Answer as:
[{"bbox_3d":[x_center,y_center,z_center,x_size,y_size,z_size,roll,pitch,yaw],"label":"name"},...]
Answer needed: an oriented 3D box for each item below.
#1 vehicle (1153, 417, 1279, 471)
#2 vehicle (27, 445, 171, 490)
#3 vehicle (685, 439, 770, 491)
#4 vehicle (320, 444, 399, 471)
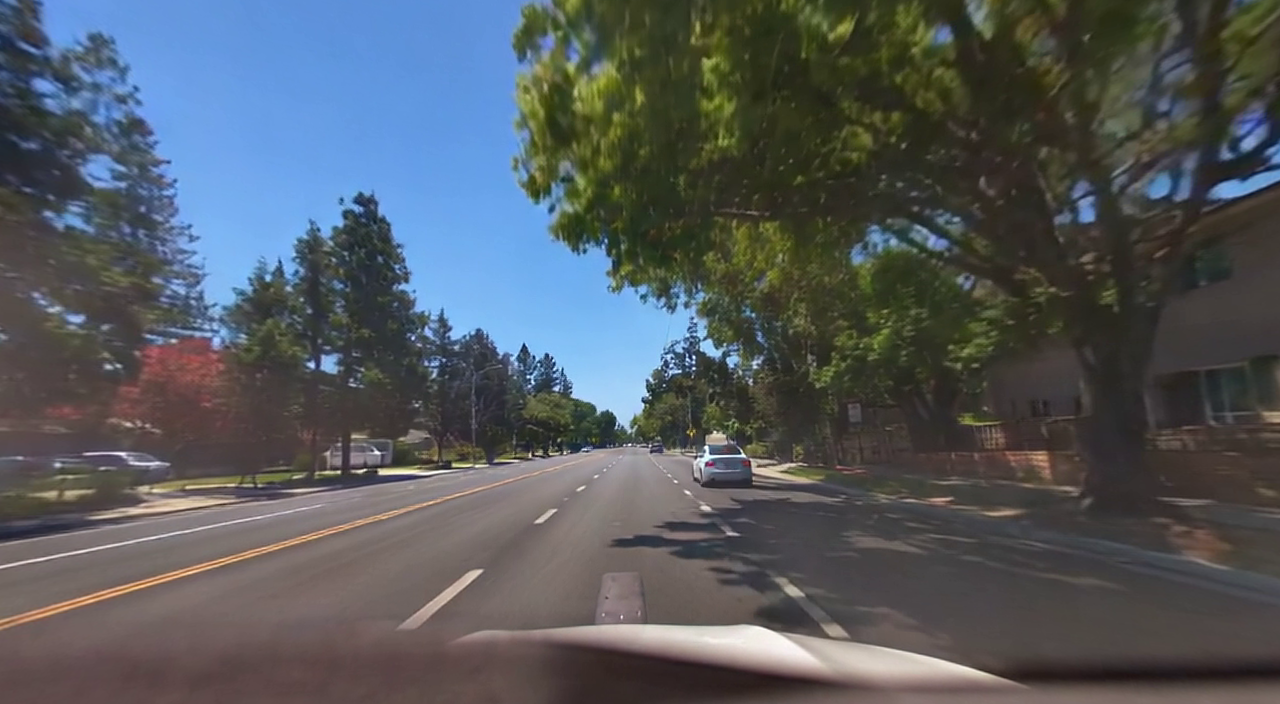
[{"bbox_3d":[18.599,2.791,19.092,4.343,1.519,2.051,0,-9,-1],"label":"vehicle"},{"bbox_3d":[-25.217,5.365,29.590,4.671,1.776,2.250,-3,-9,0],"label":"vehicle"},{"bbox_3d":[2.720,3.624,20.655,2.057,1.493,4.225,0,-9,-2],"label":"vehicle"},{"bbox_3d":[-20.513,7.714,46.367,4.741,1.916,2.169,0,-9,1],"label":"vehicle"}]
